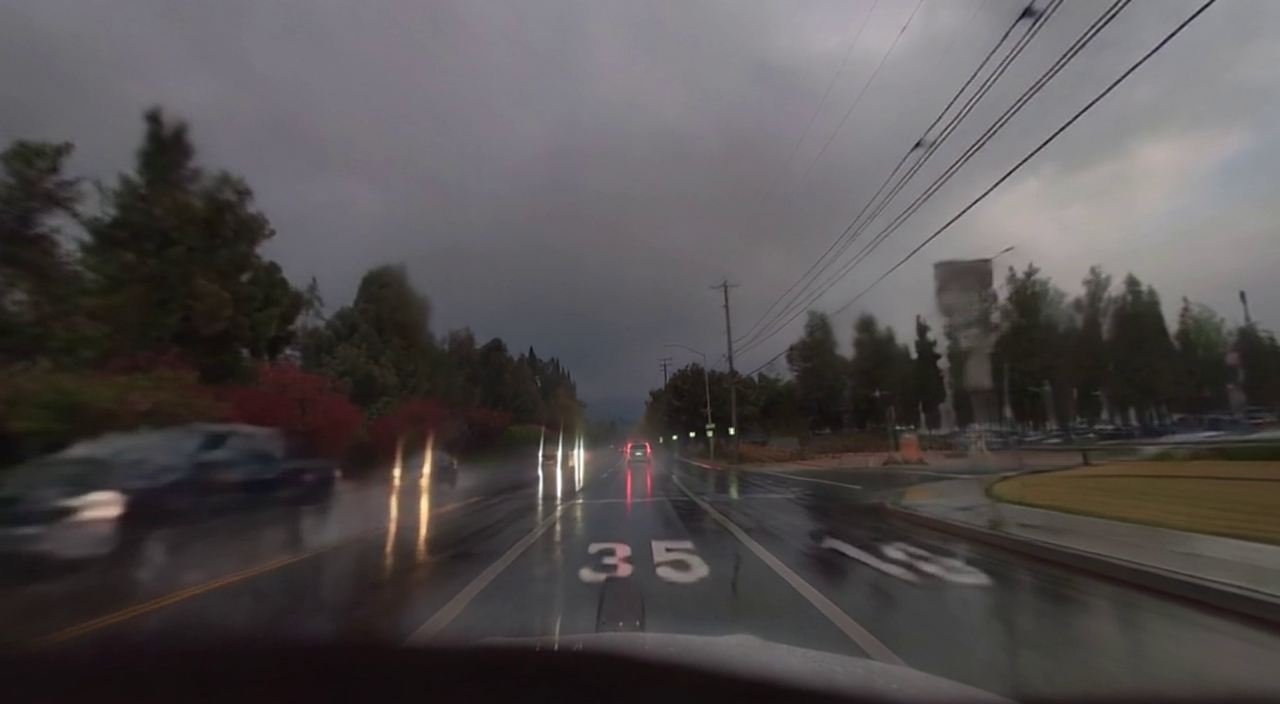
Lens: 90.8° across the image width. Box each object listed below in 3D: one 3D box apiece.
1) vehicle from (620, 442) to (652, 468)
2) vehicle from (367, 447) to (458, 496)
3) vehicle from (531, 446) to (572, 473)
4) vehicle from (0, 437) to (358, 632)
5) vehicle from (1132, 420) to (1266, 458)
[{"bbox_3d":[-0.303,7.439,45.688,2.163,1.746,4.073,-1,-8,-1],"label":"vehicle"},{"bbox_3d":[-9.419,4.953,26.687,2.123,1.844,4.747,-1,-8,-1],"label":"vehicle"},{"bbox_3d":[-6.039,7.371,43.699,2.143,1.735,4.737,-1,-8,0],"label":"vehicle"},{"bbox_3d":[-6.265,2.041,8.467,2.305,1.685,5.690,-1,-8,0],"label":"vehicle"},{"bbox_3d":[27.133,4.280,30.793,4.544,1.724,2.024,0,-9,0],"label":"vehicle"}]
